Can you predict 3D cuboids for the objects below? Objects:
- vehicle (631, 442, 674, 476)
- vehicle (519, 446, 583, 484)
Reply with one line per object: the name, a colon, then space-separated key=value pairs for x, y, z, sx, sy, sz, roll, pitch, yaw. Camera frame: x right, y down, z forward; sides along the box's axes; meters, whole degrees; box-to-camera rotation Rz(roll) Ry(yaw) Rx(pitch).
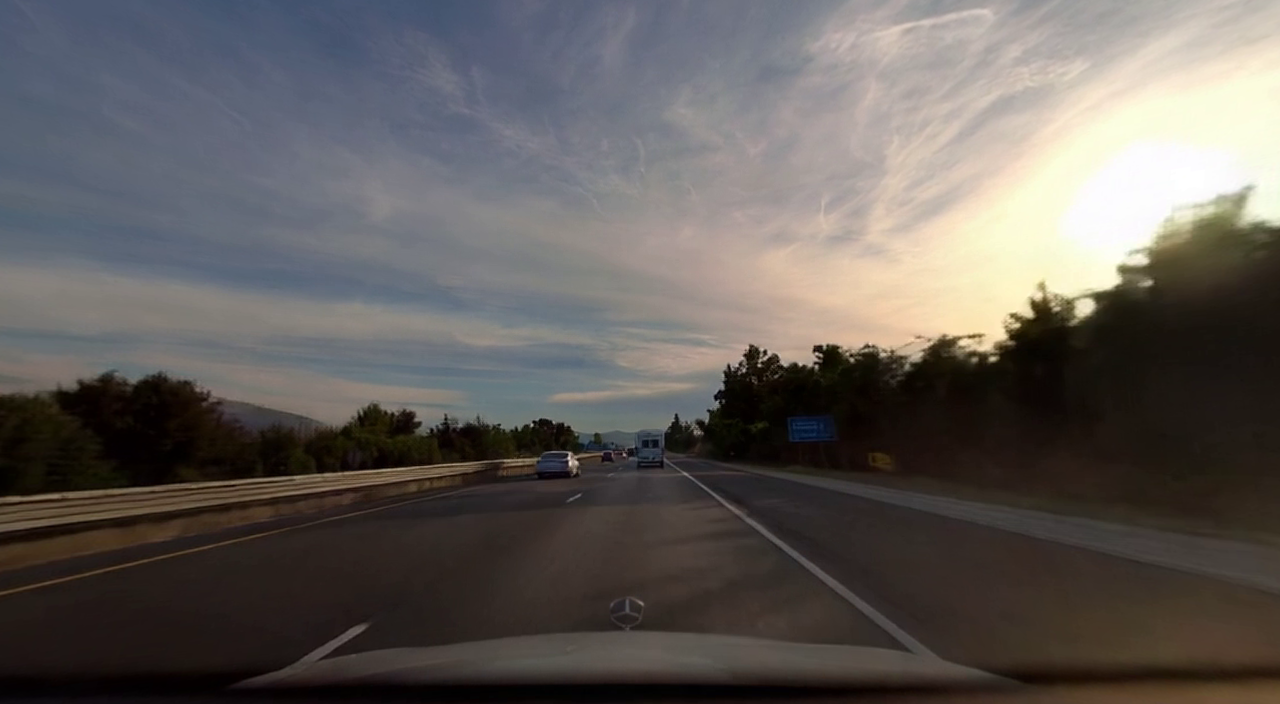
vehicle: x=0.623 y=5.782 z=34.246 sx=2.172 sy=1.687 sz=3.929 roll=0 pitch=-9 yaw=0
vehicle: x=-3.698 y=4.790 z=26.937 sx=1.998 sy=1.460 sz=4.422 roll=0 pitch=-9 yaw=1
